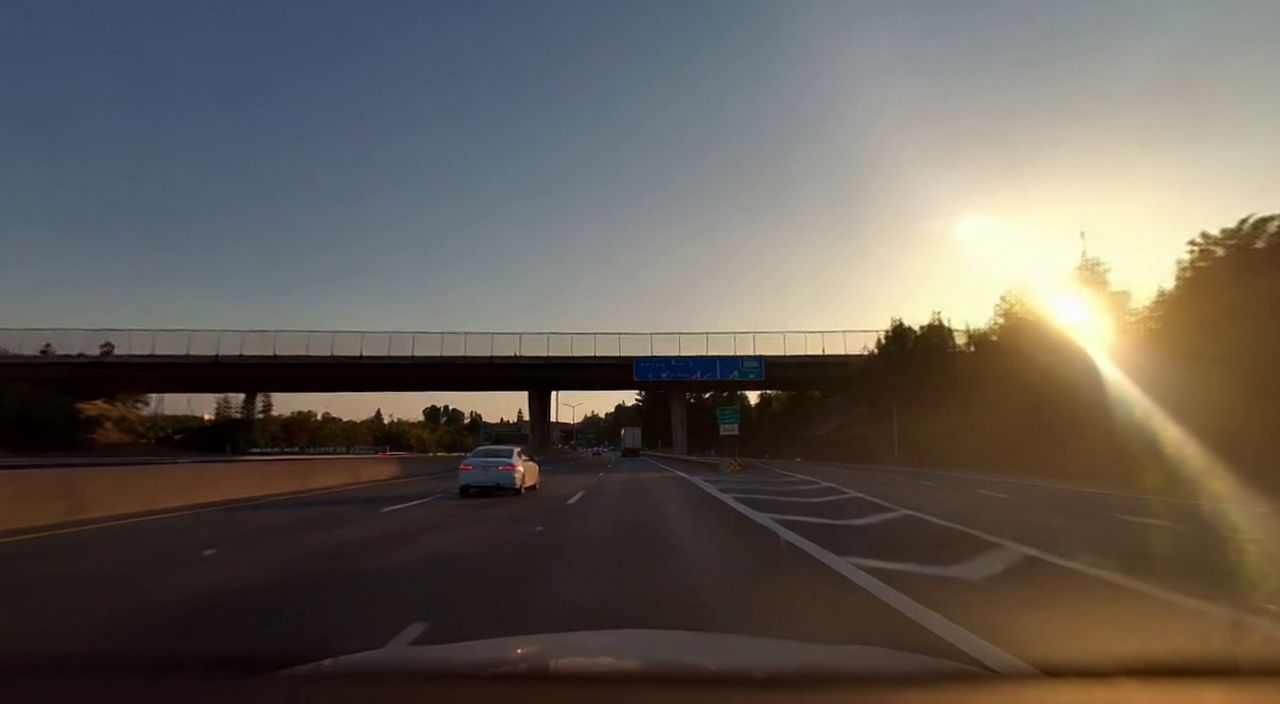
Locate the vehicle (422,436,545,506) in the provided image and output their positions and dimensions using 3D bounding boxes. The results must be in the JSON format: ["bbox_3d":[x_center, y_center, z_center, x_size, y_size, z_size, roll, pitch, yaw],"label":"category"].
[{"bbox_3d":[-3.837,3.010,16.284,2.070,1.564,4.145,0,-9,1],"label":"vehicle"}]
